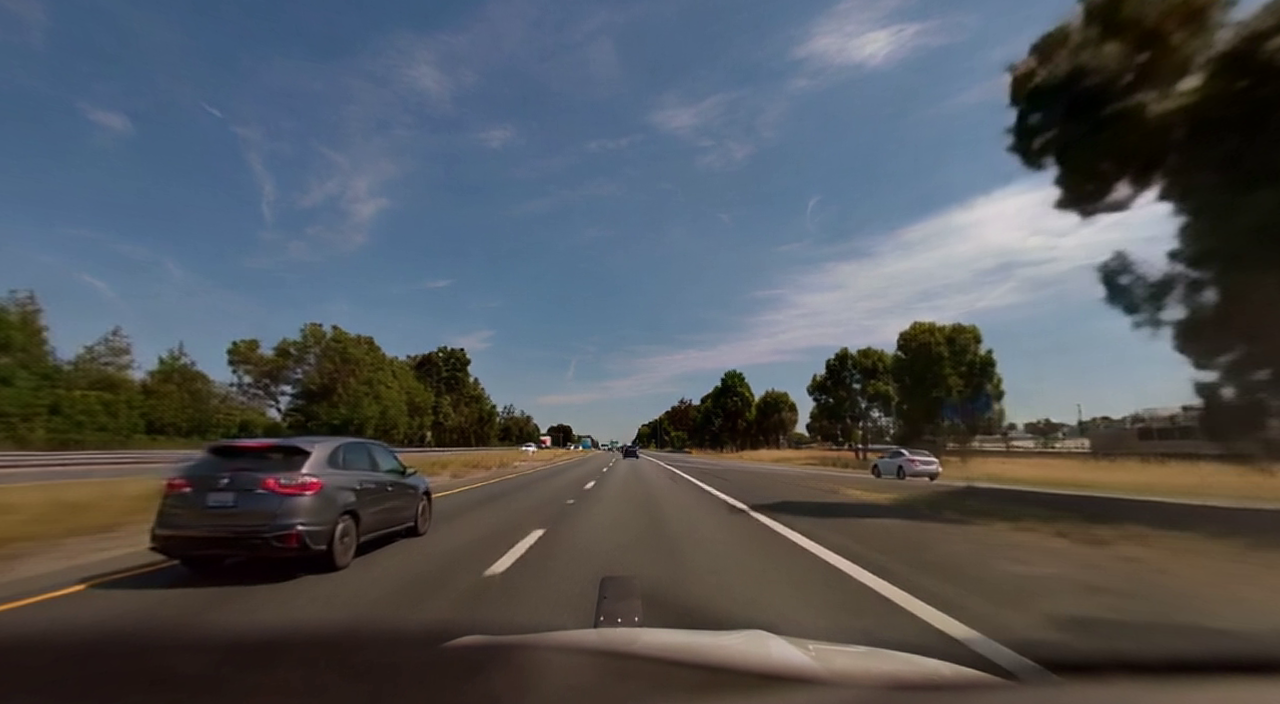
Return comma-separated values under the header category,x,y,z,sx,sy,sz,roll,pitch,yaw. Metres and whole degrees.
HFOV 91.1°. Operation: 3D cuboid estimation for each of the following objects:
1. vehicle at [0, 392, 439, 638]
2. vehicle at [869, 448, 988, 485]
category,x,y,z,sx,sy,sz,roll,pitch,yaw
vehicle,-3.951,1.493,6.734,2.111,1.717,4.426,0,-9,0
vehicle,13.412,5.324,29.599,2.117,1.558,4.736,4,-10,-26
